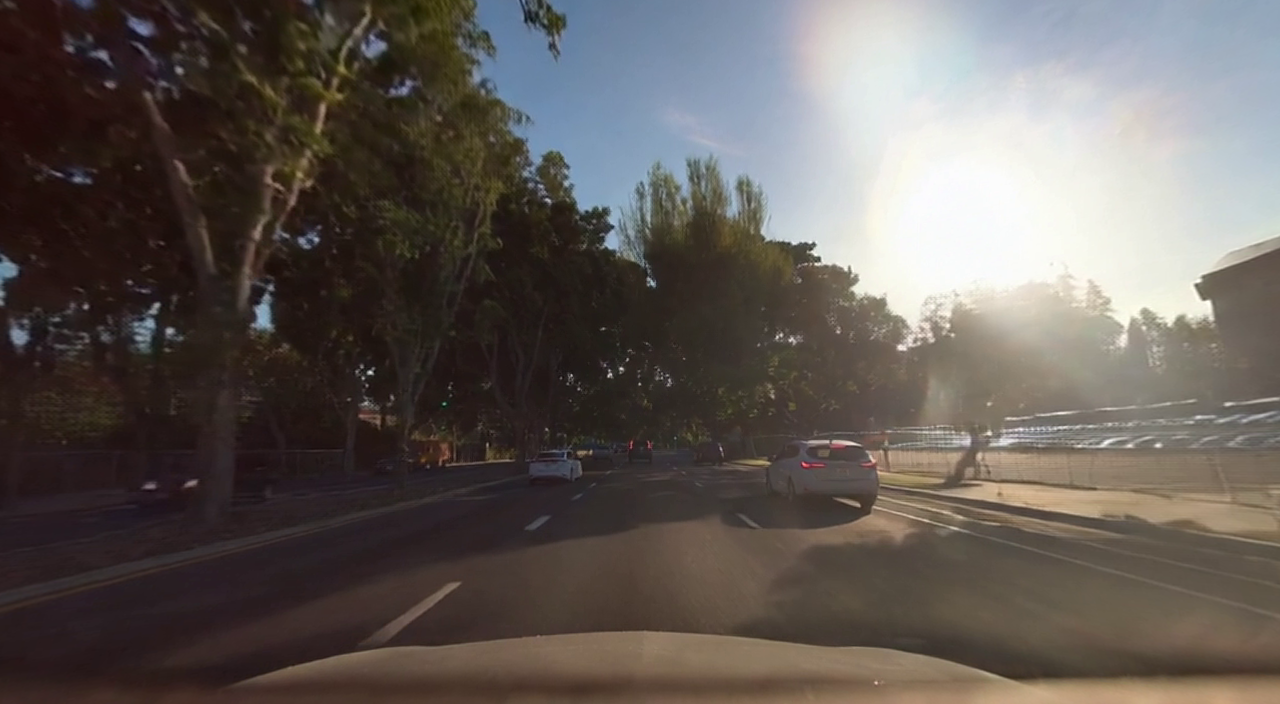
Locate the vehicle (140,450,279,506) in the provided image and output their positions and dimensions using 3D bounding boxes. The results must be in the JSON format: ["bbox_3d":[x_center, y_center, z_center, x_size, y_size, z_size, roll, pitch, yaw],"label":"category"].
[{"bbox_3d":[-16.449,4.791,24.476,2.011,1.892,4.711,0,-8,0],"label":"vehicle"}]

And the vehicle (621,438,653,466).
[{"bbox_3d":[-0.231,7.269,46.032,2.247,1.882,4.603,0,-8,-1],"label":"vehicle"}]

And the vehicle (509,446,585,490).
[{"bbox_3d":[-3.107,3.947,21.832,2.013,1.354,3.908,0,-8,0],"label":"vehicle"}]

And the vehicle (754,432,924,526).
[{"bbox_3d":[3.578,2.353,12.271,1.919,1.502,4.232,0,-8,0],"label":"vehicle"}]

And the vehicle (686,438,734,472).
[{"bbox_3d":[3.735,5.549,34.255,1.980,1.709,4.367,0,-8,-1],"label":"vehicle"}]
